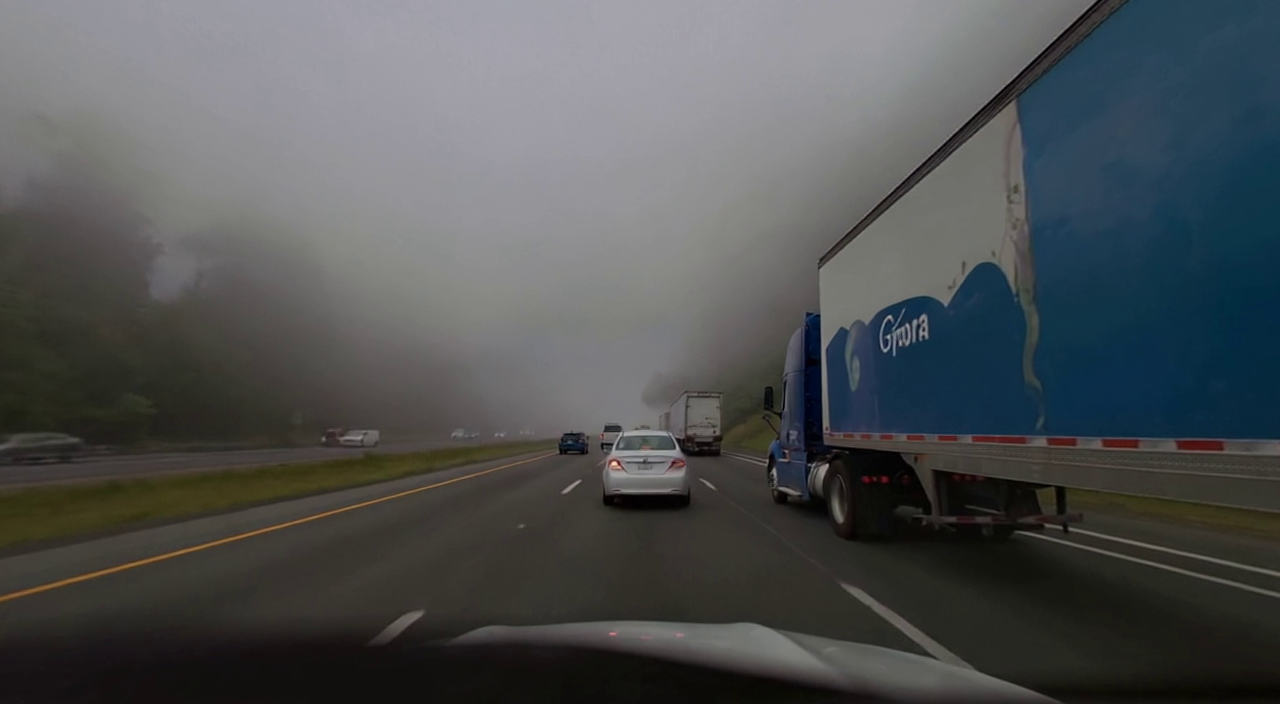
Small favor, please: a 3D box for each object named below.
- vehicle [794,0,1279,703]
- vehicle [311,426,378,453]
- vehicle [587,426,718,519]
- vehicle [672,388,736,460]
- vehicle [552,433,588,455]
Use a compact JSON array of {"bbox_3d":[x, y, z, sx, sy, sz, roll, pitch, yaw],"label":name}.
[{"bbox_3d":[4.150,-0.149,3.894,2.816,4.070,14.136,0,-8,0],"label":"vehicle"},{"bbox_3d":[-21.791,6.483,46.762,2.126,1.905,5.320,0,-8,3],"label":"vehicle"},{"bbox_3d":[0.171,2.109,11.598,2.021,1.435,3.611,0,-8,-1],"label":"vehicle"},{"bbox_3d":[4.024,5.030,43.060,2.869,4.067,13.731,0,-8,0],"label":"vehicle"},{"bbox_3d":[-4.711,6.277,43.060,1.983,1.434,4.451,0,-8,0],"label":"vehicle"}]
